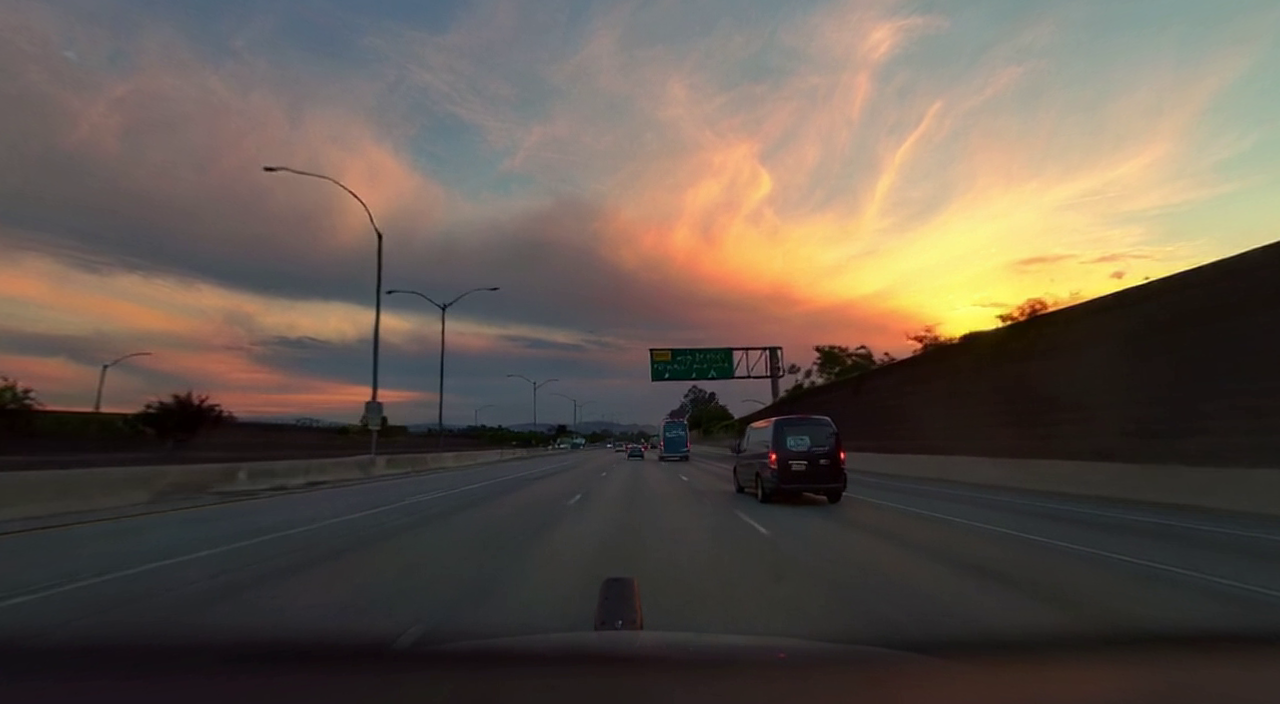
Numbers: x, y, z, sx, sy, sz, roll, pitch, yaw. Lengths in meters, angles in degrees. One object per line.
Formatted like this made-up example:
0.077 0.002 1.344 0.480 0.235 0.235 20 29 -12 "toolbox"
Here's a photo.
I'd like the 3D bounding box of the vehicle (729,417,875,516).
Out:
3.533 2.614 14.885 2.035 1.931 4.841 0 -9 -1 "vehicle"
